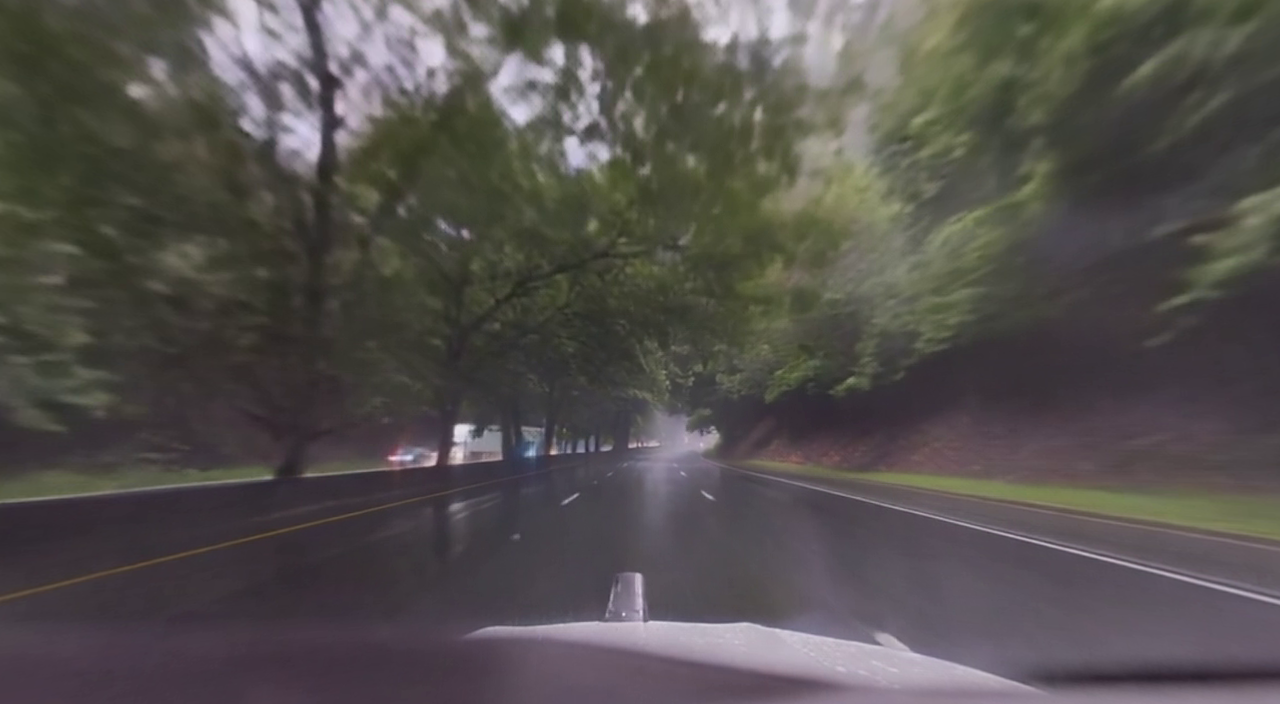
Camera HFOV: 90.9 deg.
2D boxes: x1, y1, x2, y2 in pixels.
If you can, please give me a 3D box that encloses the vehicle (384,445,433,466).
[{"bbox_3d":[-17.491,7.850,47.801,1.887,1.510,4.466,-1,-9,2],"label":"vehicle"}]
